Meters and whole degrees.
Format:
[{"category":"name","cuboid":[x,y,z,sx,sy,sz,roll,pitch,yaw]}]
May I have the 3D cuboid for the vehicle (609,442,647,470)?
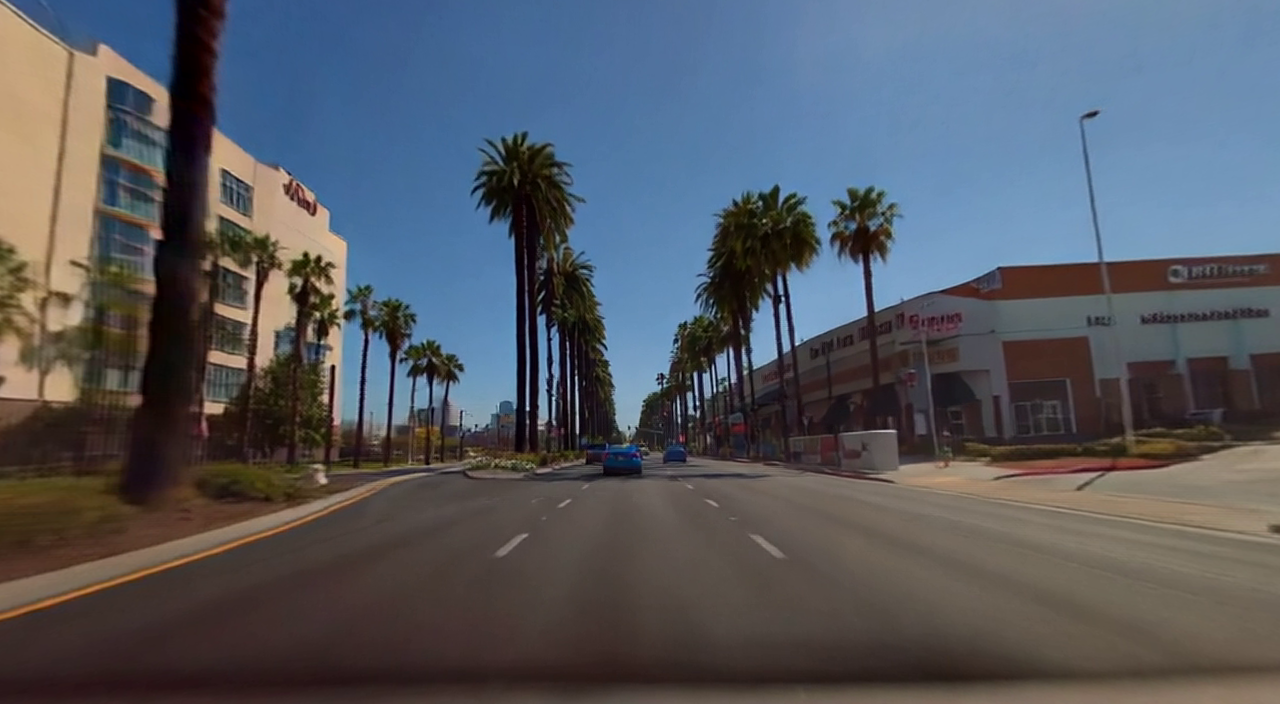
[{"category":"vehicle","cuboid":[-0.682,6.586,40.219,2.160,1.615,4.117,-1,-9,2]}]
